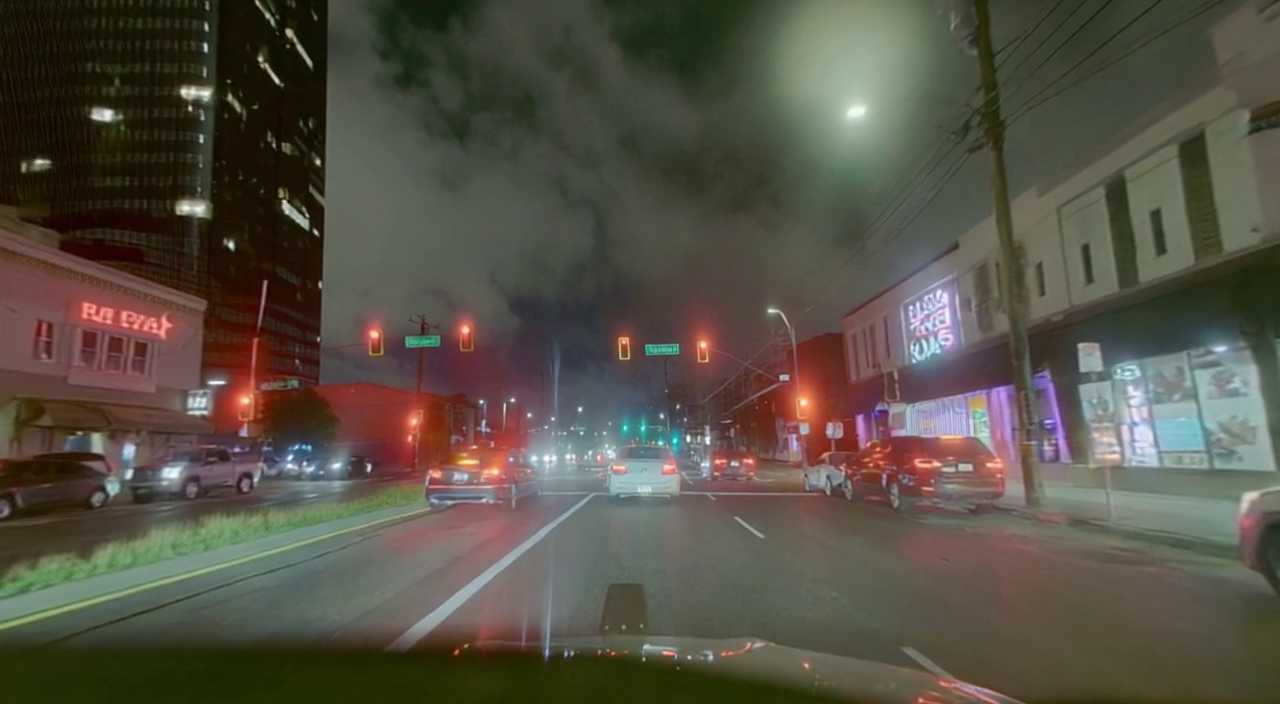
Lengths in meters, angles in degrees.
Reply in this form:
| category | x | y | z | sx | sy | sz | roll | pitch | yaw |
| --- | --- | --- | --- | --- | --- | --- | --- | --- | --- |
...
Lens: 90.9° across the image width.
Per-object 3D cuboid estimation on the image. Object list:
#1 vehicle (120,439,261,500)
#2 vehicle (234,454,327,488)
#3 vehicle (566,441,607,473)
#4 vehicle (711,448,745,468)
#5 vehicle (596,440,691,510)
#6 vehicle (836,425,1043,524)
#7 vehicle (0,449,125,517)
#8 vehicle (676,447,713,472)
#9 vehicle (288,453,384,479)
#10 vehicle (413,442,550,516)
| category | x | y | z | sx | sy | sz | roll | pitch | yaw |
| --- | --- | --- | --- | --- | --- | --- | --- | --- | --- |
| vehicle | -16.549 | 4.310 | 23.706 | 2.239 | 1.963 | 5.779 | 2 | -9 | -14 |
| vehicle | -17.207 | 5.686 | 30.439 | 1.774 | 1.436 | 4.473 | 0 | -9 | 1 |
| vehicle | -3.096 | 6.208 | 37.431 | 2.007 | 1.736 | 4.185 | 0 | -9 | 1 |
| vehicle | 6.849 | 8.308 | 49.409 | 1.944 | 1.462 | 4.406 | 0 | -9 | 0 |
| vehicle | 0.065 | 2.954 | 15.612 | 2.037 | 1.484 | 4.073 | 0 | -9 | 0 |
| vehicle | 6.552 | 2.742 | 14.739 | 2.289 | 1.867 | 5.322 | 0 | -9 | 1 |
| vehicle | -17.108 | 3.563 | 17.501 | 1.888 | 1.692 | 4.356 | 0 | -9 | 0 |
| vehicle | 3.415 | 6.844 | 40.472 | 2.047 | 1.463 | 4.514 | 0 | -9 | 1 |
| vehicle | -18.874 | 7.057 | 39.174 | 5.163 | 1.510 | 2.174 | -2 | -9 | 15 |
| vehicle | -3.431 | 2.823 | 14.562 | 1.950 | 1.450 | 4.257 | 0 | -9 | 2 |
